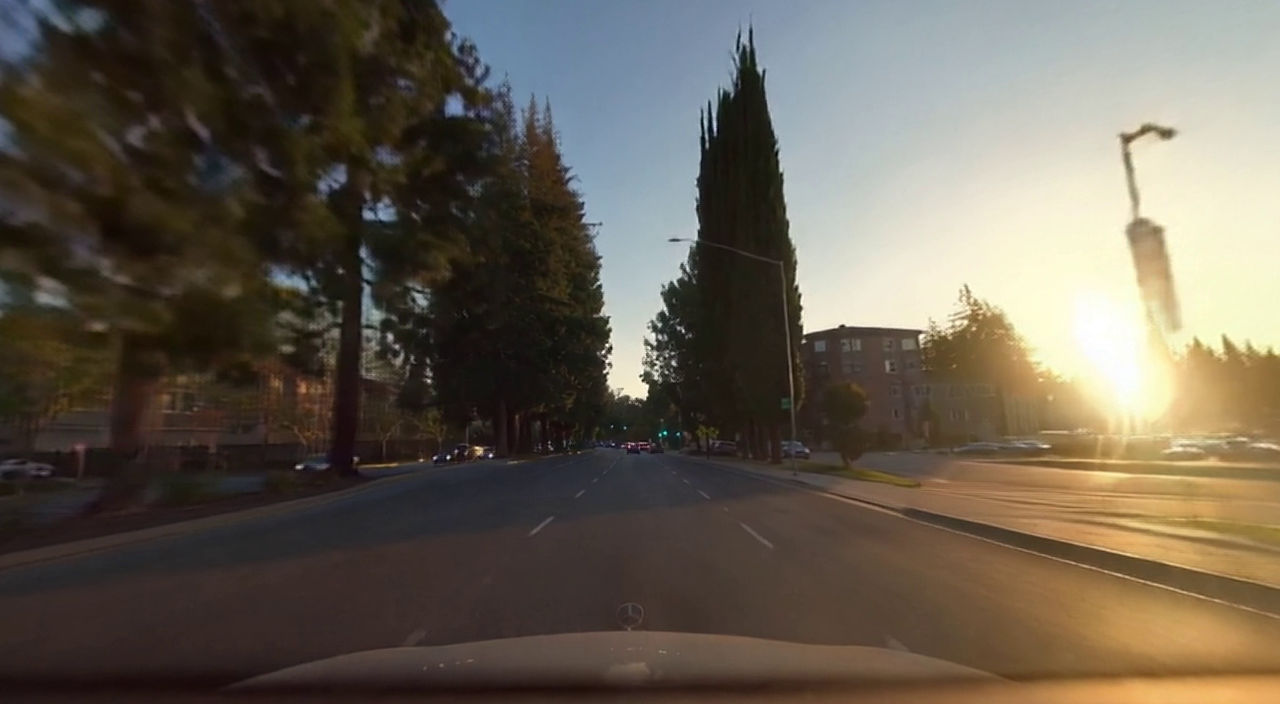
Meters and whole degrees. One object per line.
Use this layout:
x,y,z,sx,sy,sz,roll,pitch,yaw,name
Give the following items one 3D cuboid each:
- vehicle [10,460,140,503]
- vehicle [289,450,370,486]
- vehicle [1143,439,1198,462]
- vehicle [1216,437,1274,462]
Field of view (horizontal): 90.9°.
-25.027,5.711,28.164,1.864,1.640,4.217,0,-8,0,vehicle
-14.963,5.581,30.611,1.879,1.544,4.144,0,-8,-1,vehicle
37.135,6.903,44.260,1.919,1.474,4.533,-4,-10,27,vehicle
43.572,7.023,45.475,1.860,1.655,4.278,-5,-10,29,vehicle
